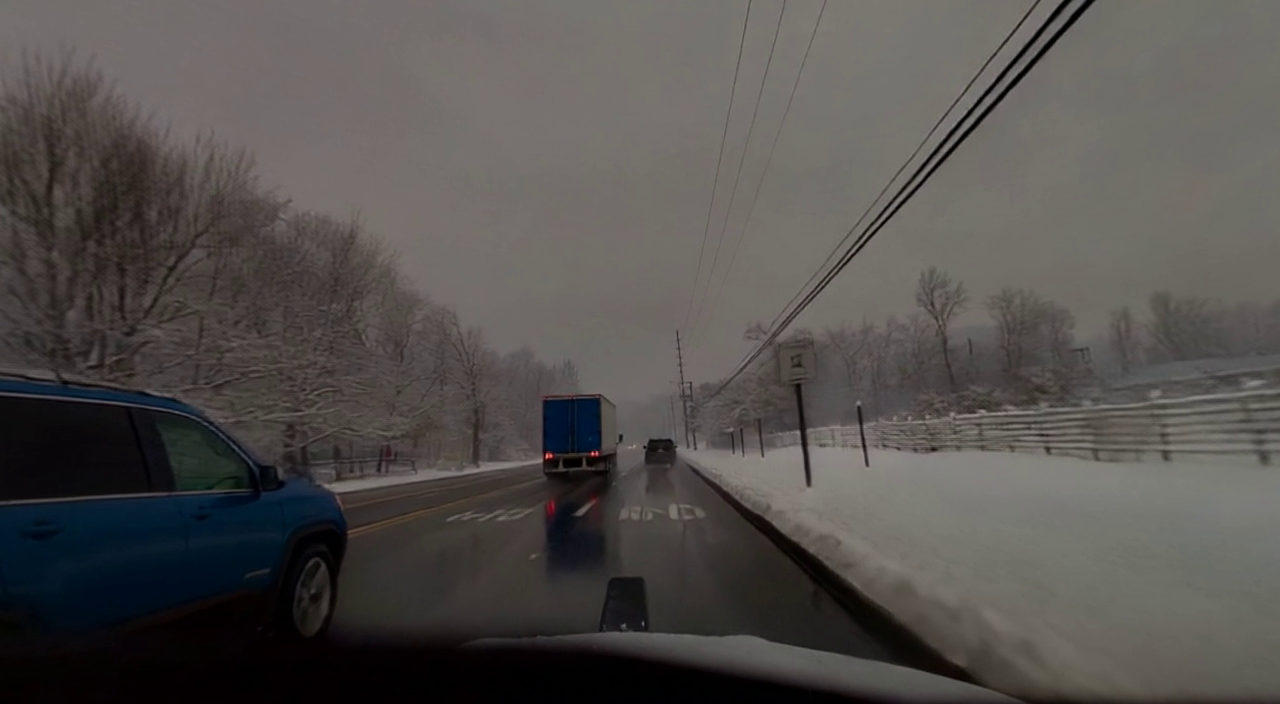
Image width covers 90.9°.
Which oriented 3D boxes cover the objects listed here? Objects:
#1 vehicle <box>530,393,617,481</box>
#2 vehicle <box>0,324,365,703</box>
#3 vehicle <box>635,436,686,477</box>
[{"bbox_3d":[-2.935,4.201,30.741,2.928,3.658,8.980,-1,-9,2],"label":"vehicle"},{"bbox_3d":[-3.264,0.900,2.639,2.093,1.832,4.508,0,-9,1],"label":"vehicle"},{"bbox_3d":[0.904,4.803,29.132,2.174,1.749,4.113,0,-9,1],"label":"vehicle"}]
